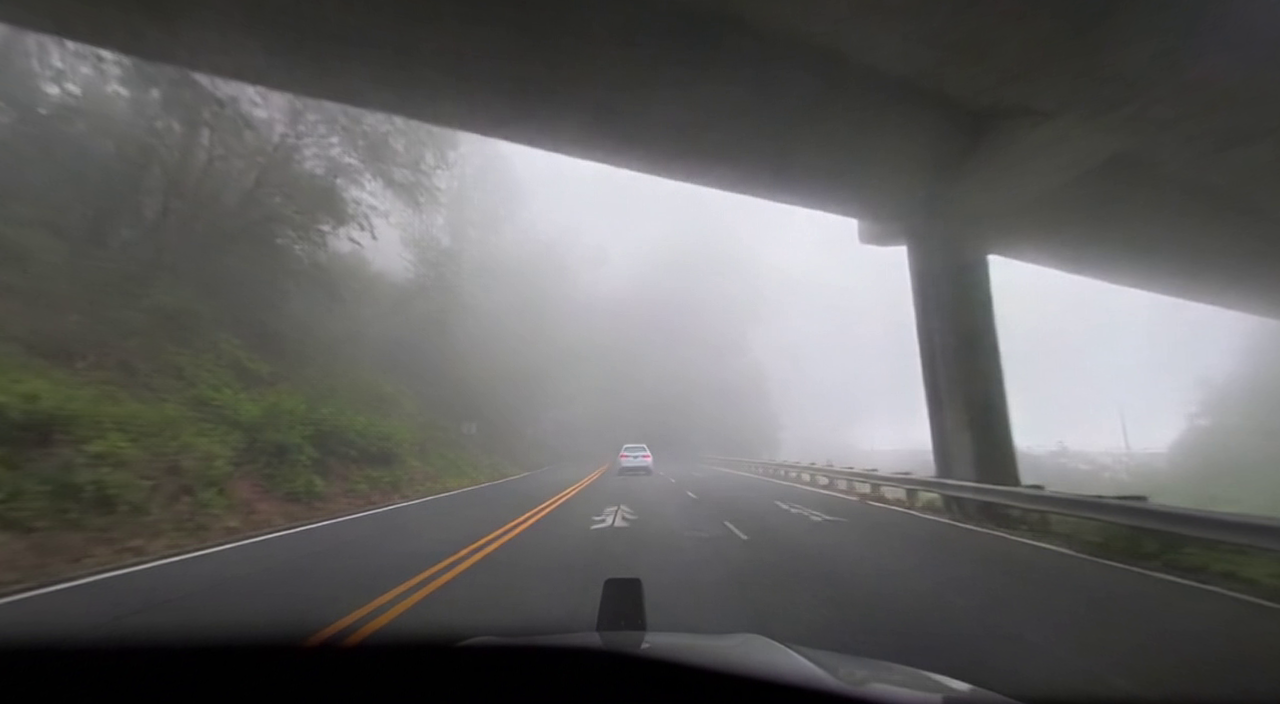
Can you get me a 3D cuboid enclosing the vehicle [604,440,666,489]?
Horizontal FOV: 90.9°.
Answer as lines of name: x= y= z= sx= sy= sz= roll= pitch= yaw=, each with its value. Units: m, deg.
vehicle: x=-0.188 y=3.988 z=22.573 sx=2.037 sy=1.601 sz=3.643 roll=0 pitch=-9 yaw=-1
